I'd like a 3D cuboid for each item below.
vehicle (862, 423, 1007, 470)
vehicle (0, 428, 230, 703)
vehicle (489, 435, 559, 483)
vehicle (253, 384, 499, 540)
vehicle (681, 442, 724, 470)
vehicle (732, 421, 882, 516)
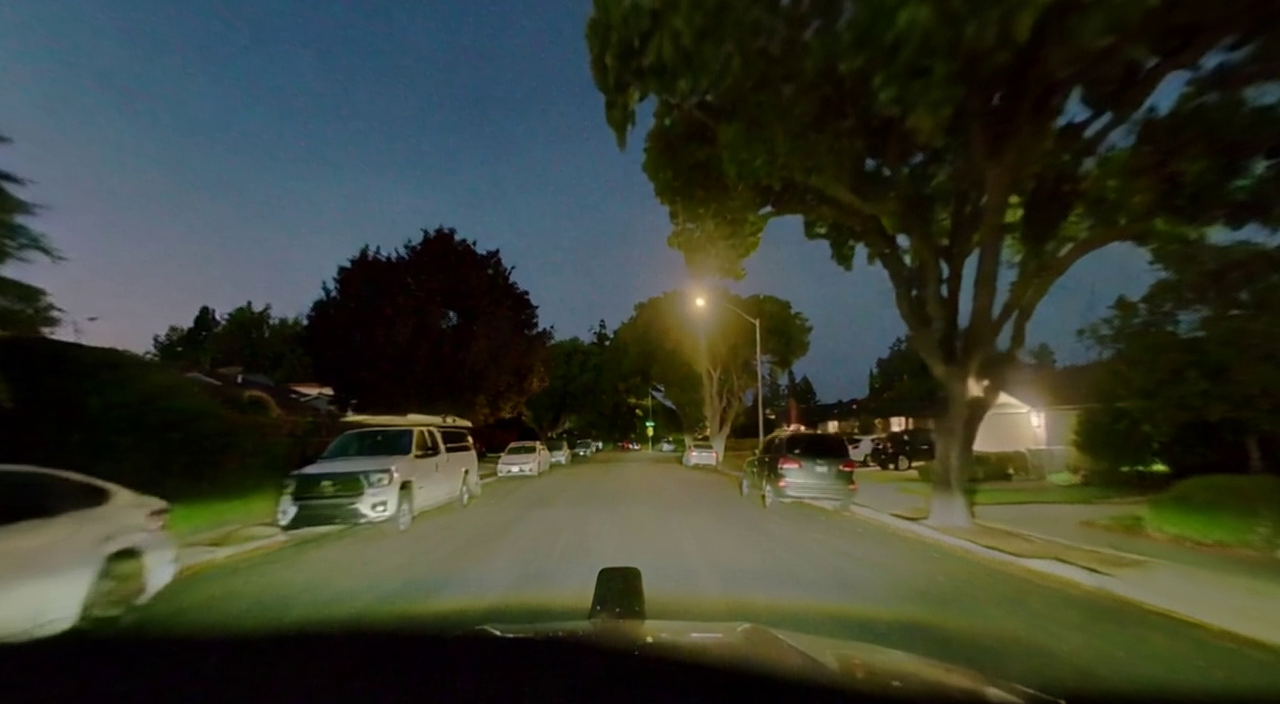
[{"bbox_3d":[12.292,3.965,26.602,5.043,1.865,2.026,0,-8,-1],"label":"vehicle"},{"bbox_3d":[-4.435,1.159,3.111,2.031,1.479,4.497,-2,-7,-3],"label":"vehicle"},{"bbox_3d":[-4.927,4.565,27.606,2.140,1.815,4.926,0,-7,0],"label":"vehicle"},{"bbox_3d":[-4.910,2.147,13.335,2.476,2.434,6.543,-1,-7,-1],"label":"vehicle"},{"bbox_3d":[3.438,5.812,35.466,1.945,1.495,3.983,0,-8,-1],"label":"vehicle"},{"bbox_3d":[3.486,2.537,14.207,2.082,1.790,4.330,0,-9,-1],"label":"vehicle"}]
